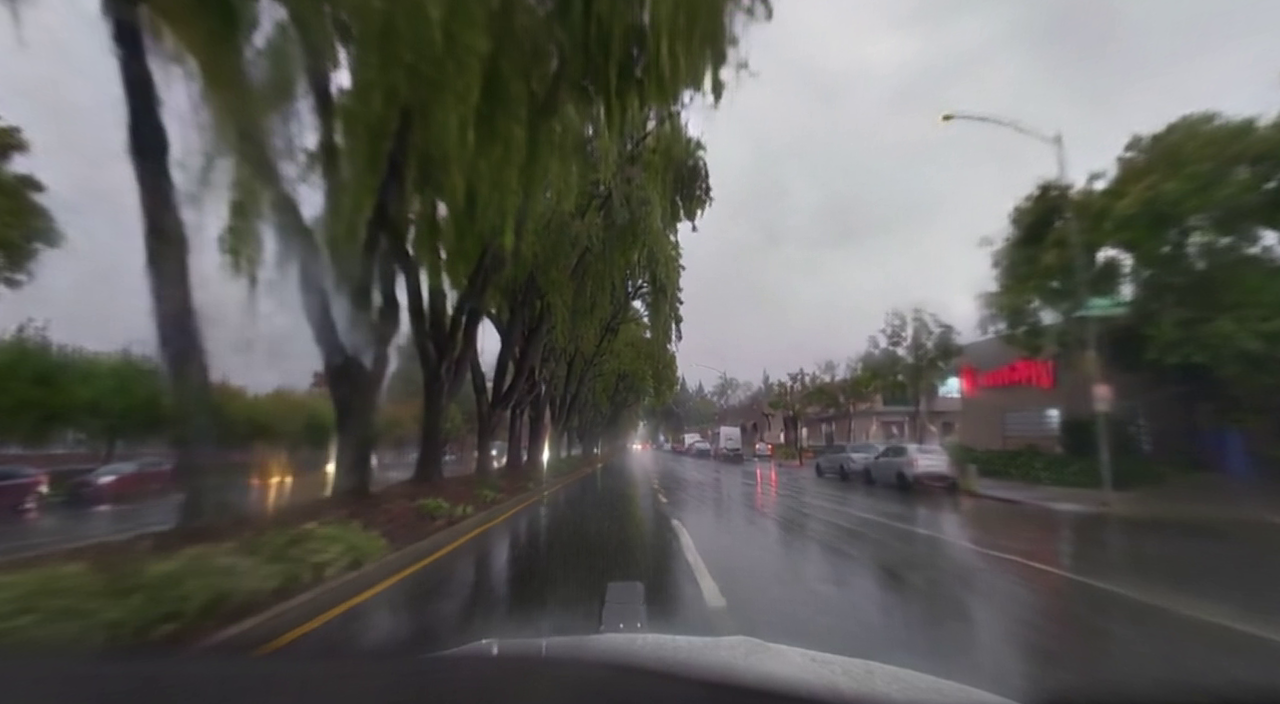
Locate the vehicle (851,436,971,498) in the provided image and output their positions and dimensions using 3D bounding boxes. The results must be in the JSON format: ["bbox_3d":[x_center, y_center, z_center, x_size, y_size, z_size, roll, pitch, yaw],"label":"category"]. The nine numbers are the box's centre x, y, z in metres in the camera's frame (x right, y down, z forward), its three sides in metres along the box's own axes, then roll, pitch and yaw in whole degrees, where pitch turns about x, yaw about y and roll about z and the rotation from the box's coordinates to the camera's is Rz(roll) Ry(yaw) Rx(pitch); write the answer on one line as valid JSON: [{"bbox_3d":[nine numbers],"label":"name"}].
[{"bbox_3d":[9.161,3.885,21.830,1.994,1.738,4.622,5,-9,-2],"label":"vehicle"}]

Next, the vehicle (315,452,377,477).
[{"bbox_3d":[-19.537,7.463,42.223,1.890,1.468,4.727,0,-9,0],"label":"vehicle"}]

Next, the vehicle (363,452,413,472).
[{"bbox_3d":[-19.456,8.480,48.918,1.787,1.482,4.645,-1,-9,3],"label":"vehicle"}]

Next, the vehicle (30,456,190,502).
[{"bbox_3d":[-19.631,4.692,23.769,1.840,1.464,4.781,0,-9,1],"label":"vehicle"}]
